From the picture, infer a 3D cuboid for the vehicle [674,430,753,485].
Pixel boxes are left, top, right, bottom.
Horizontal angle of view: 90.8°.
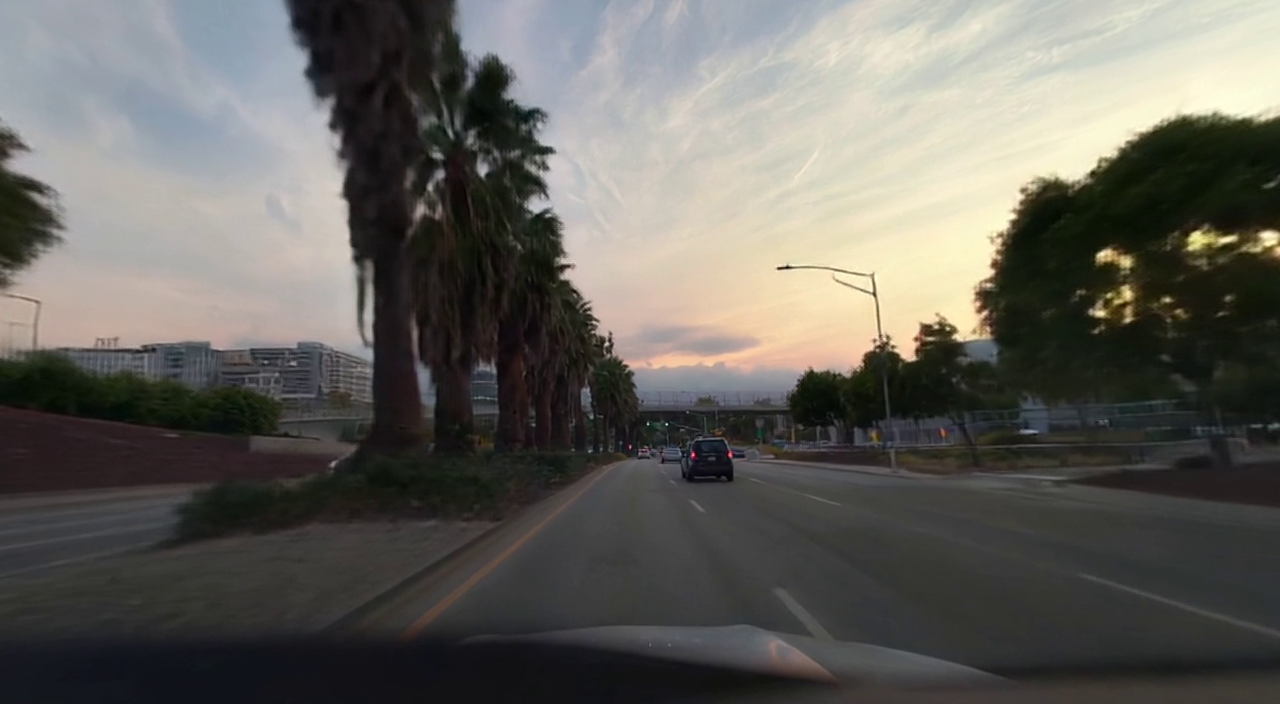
[{"bbox_3d":[2.877,4.352,26.340,2.559,2.017,5.562,0,-9,-1],"label":"vehicle"}]
